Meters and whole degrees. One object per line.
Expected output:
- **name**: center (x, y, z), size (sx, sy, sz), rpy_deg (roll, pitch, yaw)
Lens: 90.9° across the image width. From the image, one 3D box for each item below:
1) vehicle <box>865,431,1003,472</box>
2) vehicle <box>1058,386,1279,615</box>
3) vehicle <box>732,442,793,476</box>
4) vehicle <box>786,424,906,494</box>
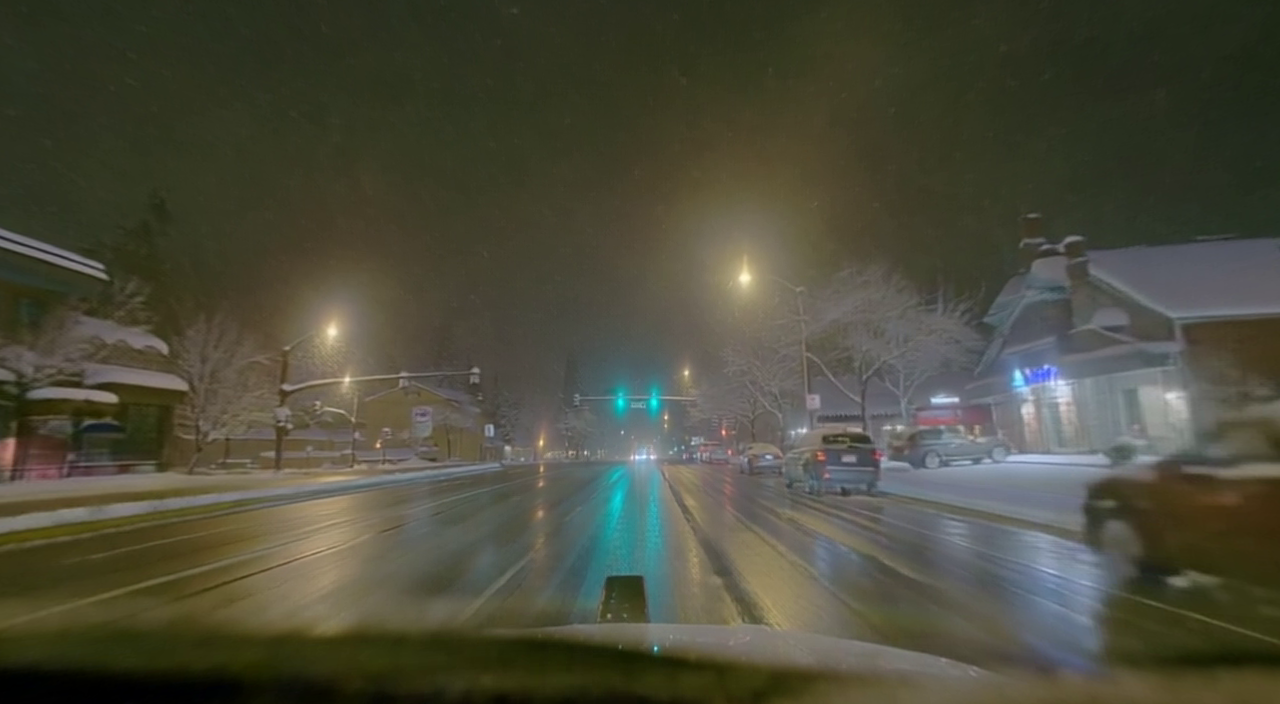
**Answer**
- **vehicle**: center (11.648, 3.971, 25.206), size (4.532, 1.528, 1.929), rpy_deg (0, -8, 2)
- **vehicle**: center (5.802, 1.081, 4.542), size (1.965, 1.705, 5.114), rpy_deg (0, -9, -1)
- **vehicle**: center (6.089, 5.374, 31.878), size (2.057, 1.541, 4.735), rpy_deg (0, -9, -1)
- **vehicle**: center (5.990, 3.204, 19.065), size (1.931, 1.814, 4.870), rpy_deg (0, -9, 0)
